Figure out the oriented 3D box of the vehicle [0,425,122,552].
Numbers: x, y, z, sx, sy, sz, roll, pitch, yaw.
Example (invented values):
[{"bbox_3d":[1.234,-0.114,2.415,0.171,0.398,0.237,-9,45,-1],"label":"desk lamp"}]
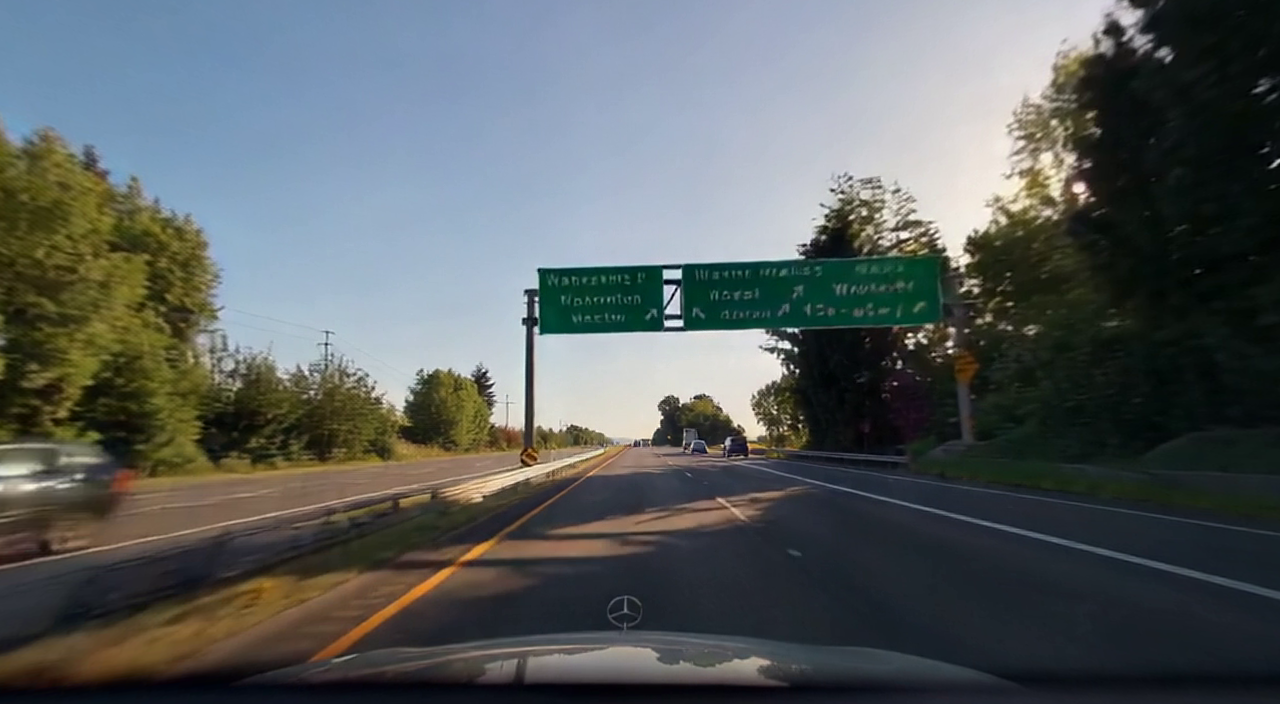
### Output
[{"bbox_3d":[-8.672,1.598,7.324,1.913,1.513,3.912,1,-9,0],"label":"vehicle"}]
